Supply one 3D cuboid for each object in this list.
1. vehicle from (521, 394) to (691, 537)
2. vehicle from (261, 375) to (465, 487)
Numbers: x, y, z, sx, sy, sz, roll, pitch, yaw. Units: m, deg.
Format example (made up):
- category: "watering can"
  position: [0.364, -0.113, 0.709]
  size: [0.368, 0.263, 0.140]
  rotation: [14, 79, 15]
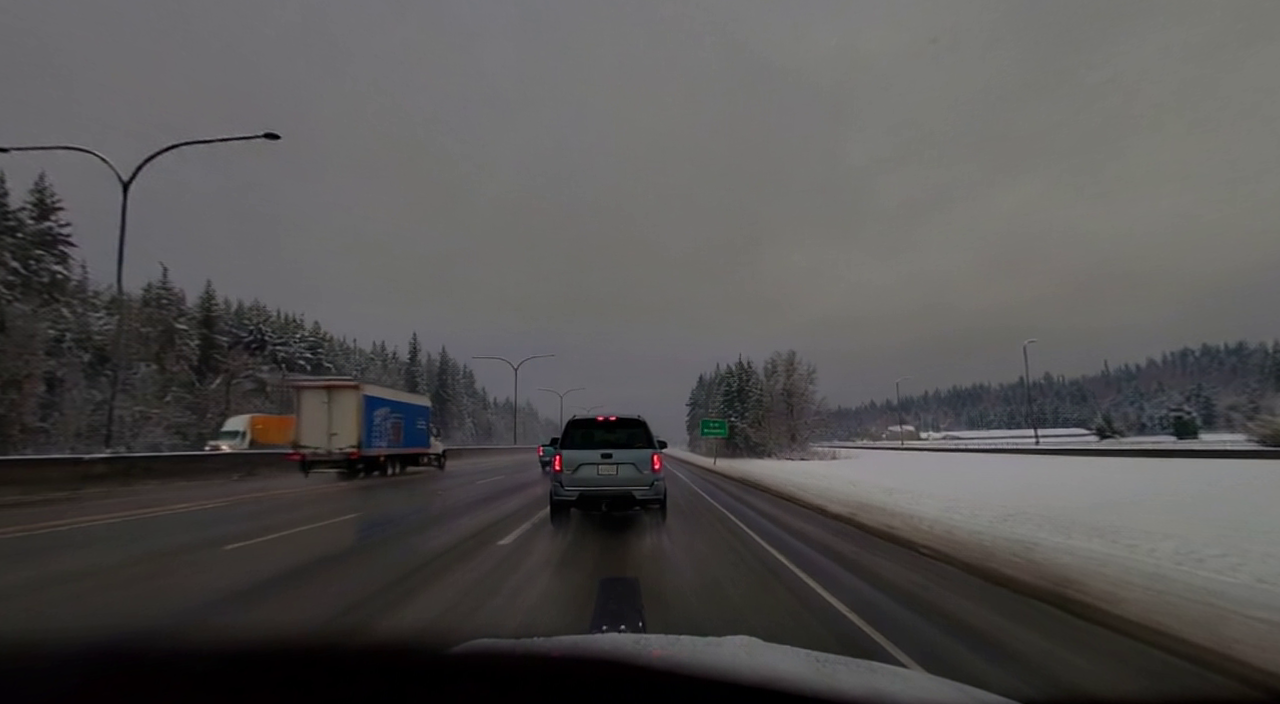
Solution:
- category: "vehicle"
  position: [-0.494, 1.958, 11.386]
  size: [2.395, 2.013, 4.734]
  rotation: [0, -8, 0]
- category: "vehicle"
  position: [-10.848, 3.495, 26.996]
  size: [3.347, 3.686, 12.113]
  rotation: [0, -8, -1]
